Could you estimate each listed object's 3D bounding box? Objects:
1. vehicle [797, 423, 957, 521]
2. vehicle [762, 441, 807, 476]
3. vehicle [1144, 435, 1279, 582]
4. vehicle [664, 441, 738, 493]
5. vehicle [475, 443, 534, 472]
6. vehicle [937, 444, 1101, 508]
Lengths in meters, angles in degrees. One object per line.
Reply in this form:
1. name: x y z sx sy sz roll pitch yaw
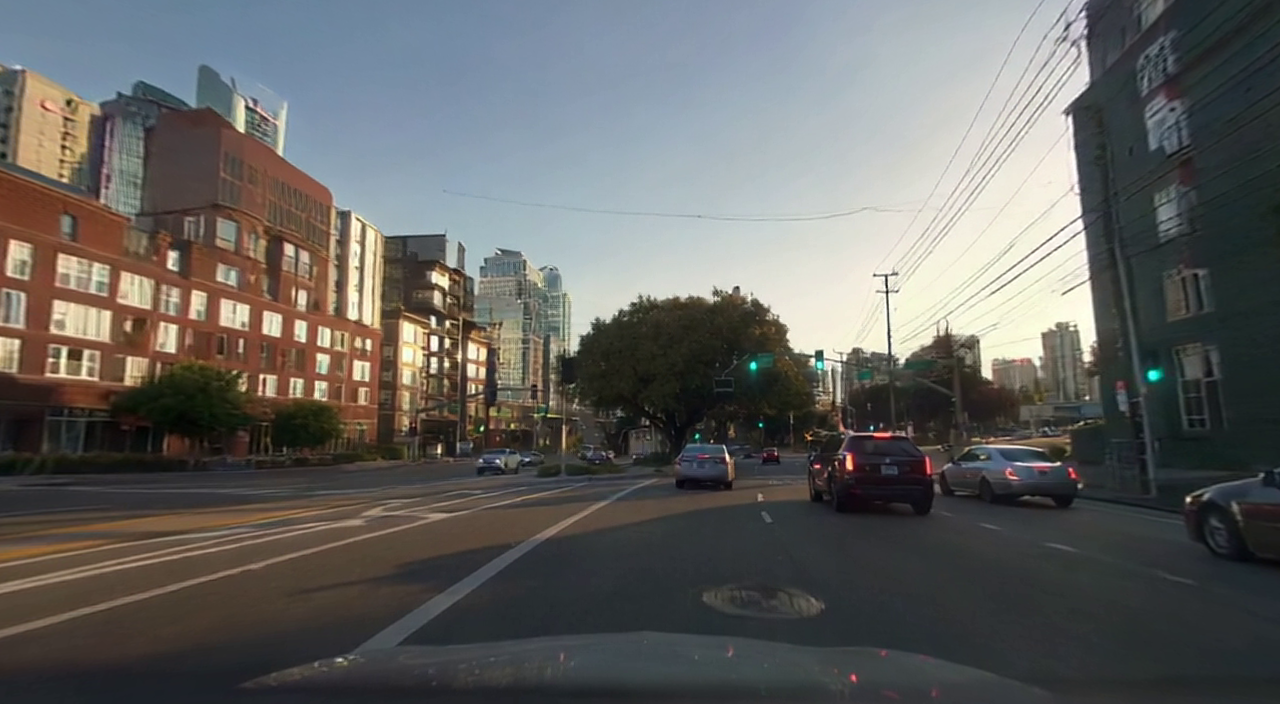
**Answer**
1. vehicle: 5.062 2.614 14.321 2.119 1.810 4.848 -1 -9 5
2. vehicle: 7.161 5.290 31.510 1.896 1.612 4.203 -2 -9 9
3. vehicle: 7.363 1.492 5.783 1.866 1.471 4.478 0 -9 2
4. vehicle: 2.126 3.753 20.974 2.168 1.527 4.174 -2 -9 9
5. vehicle: -8.674 6.805 40.840 2.057 1.705 4.754 -2 -9 10
6. vehicle: 9.857 3.223 16.906 1.882 1.463 4.543 -1 -9 5
